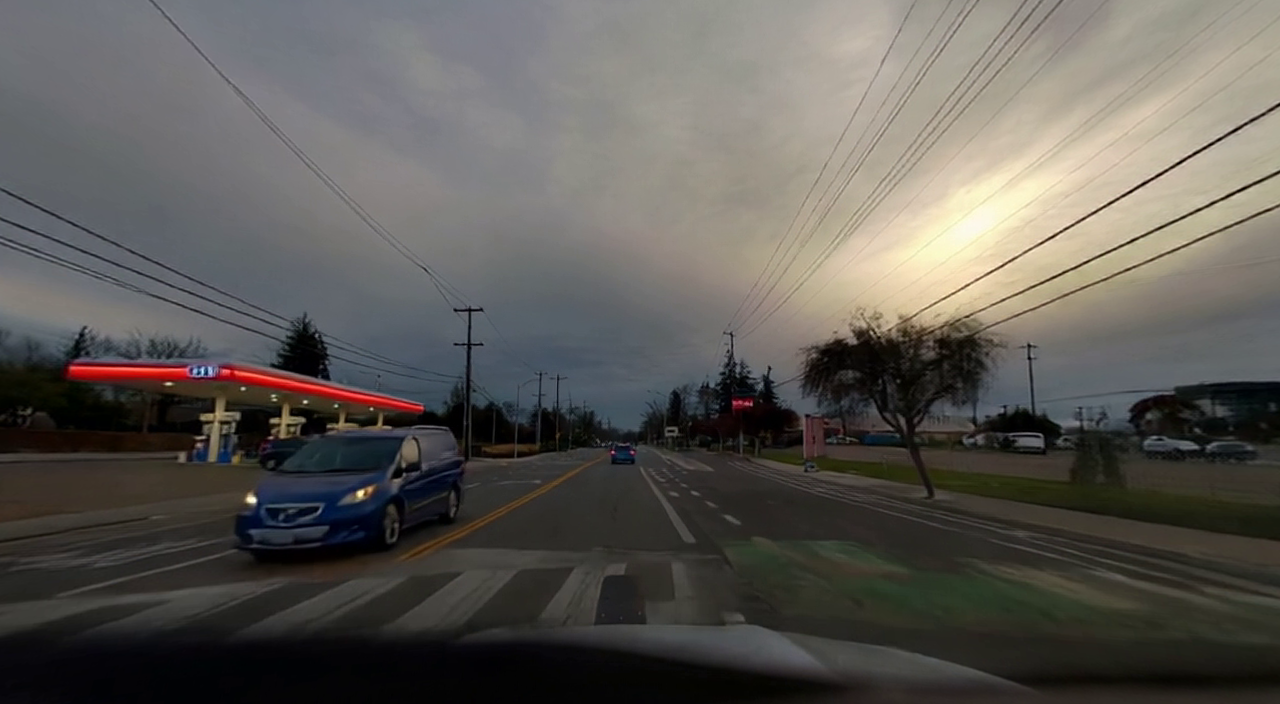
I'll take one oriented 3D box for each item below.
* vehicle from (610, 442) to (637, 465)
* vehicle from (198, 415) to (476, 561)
[{"bbox_3d":[-1.236,7.787,48.756,2.000,1.663,4.271,0,-8,-1],"label":"vehicle"},{"bbox_3d":[-4.519,2.074,10.583,2.274,1.844,4.843,0,-8,-1],"label":"vehicle"}]
